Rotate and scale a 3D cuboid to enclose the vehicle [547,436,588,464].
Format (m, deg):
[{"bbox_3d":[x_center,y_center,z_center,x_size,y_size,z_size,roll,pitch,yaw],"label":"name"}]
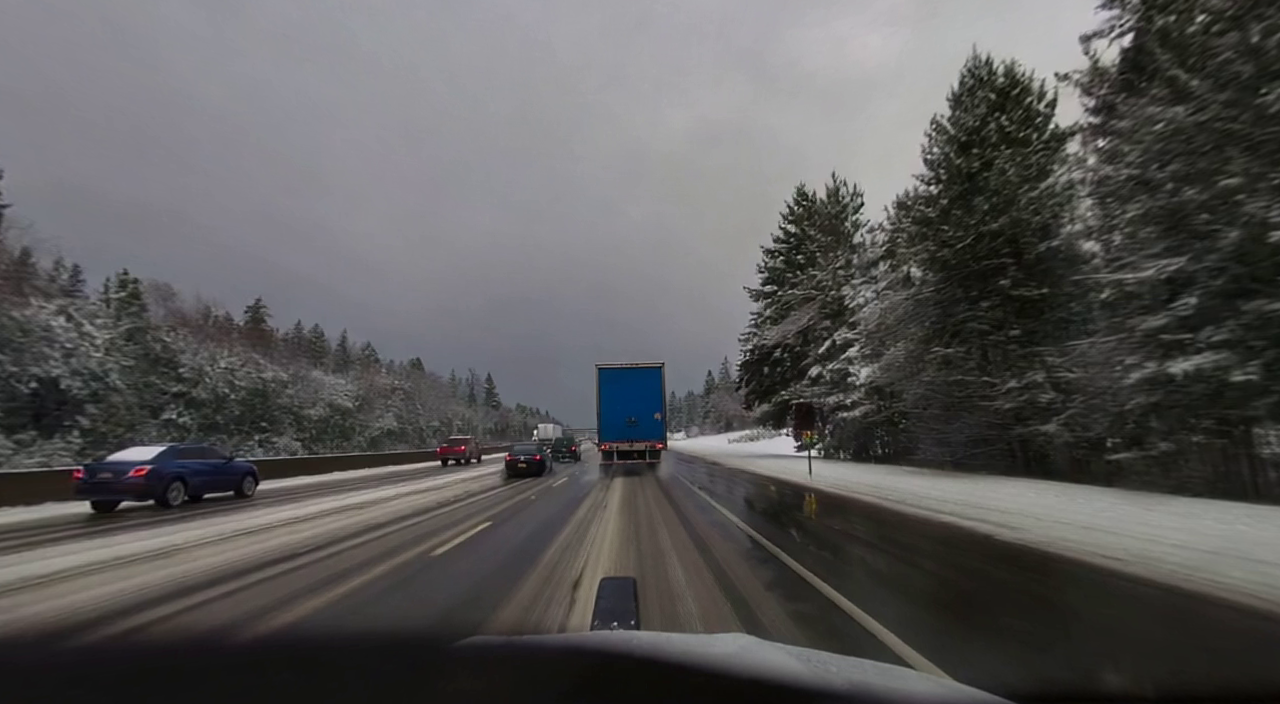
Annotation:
[{"bbox_3d":[-4.600,6.320,40.662,2.158,1.680,4.087,0,-8,0],"label":"vehicle"}]

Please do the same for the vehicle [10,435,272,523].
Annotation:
[{"bbox_3d":[-10.062,2.547,13.322,1.899,1.517,4.554,0,-8,-2],"label":"vehicle"}]

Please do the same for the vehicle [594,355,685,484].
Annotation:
[{"bbox_3d":[-0.242,2.899,25.590,2.913,4.113,10.724,0,-8,-2],"label":"vehicle"}]

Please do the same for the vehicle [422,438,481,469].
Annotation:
[{"bbox_3d":[-10.310,5.584,34.778,1.952,1.590,4.090,0,-8,0],"label":"vehicle"}]

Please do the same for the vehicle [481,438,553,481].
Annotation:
[{"bbox_3d":[-4.864,4.281,25.458,2.164,1.582,3.979,0,-8,-1],"label":"vehicle"}]
